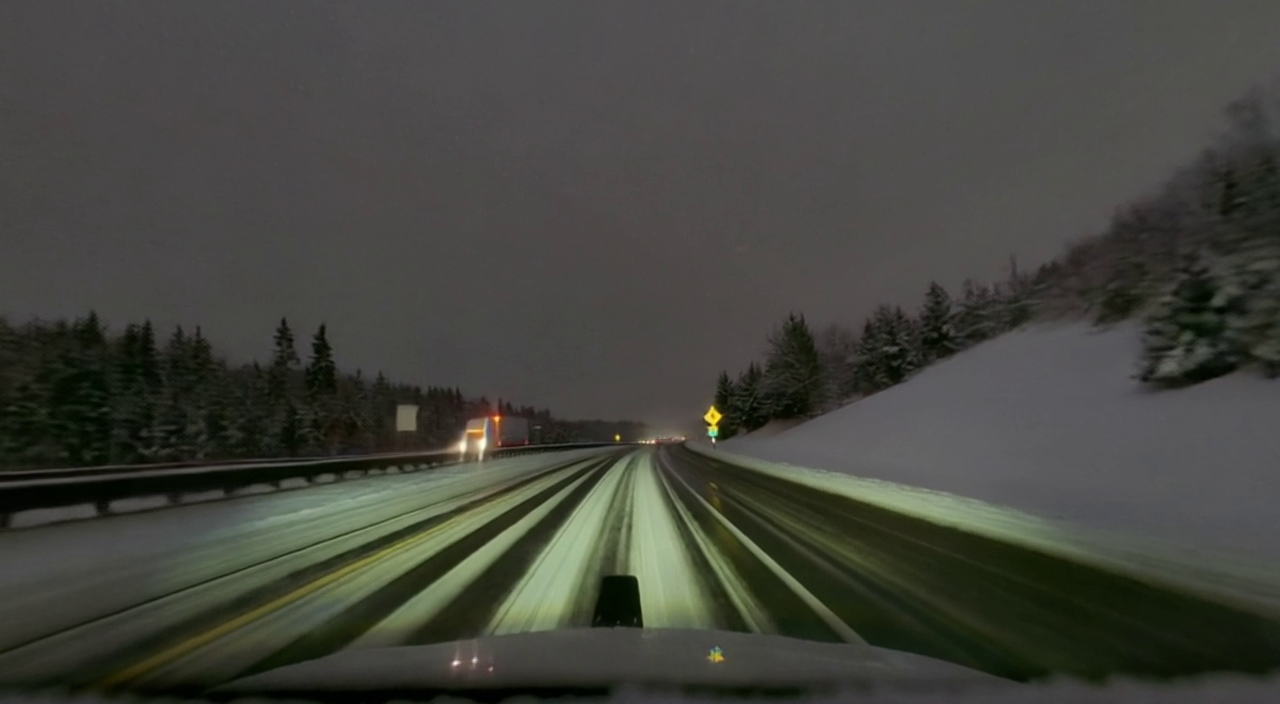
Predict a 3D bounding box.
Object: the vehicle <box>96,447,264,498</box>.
[{"bbox_3d":[-15.131,3.946,21.156,2.001,1.466,4.916,0,-8,-1],"label":"vehicle"}]
